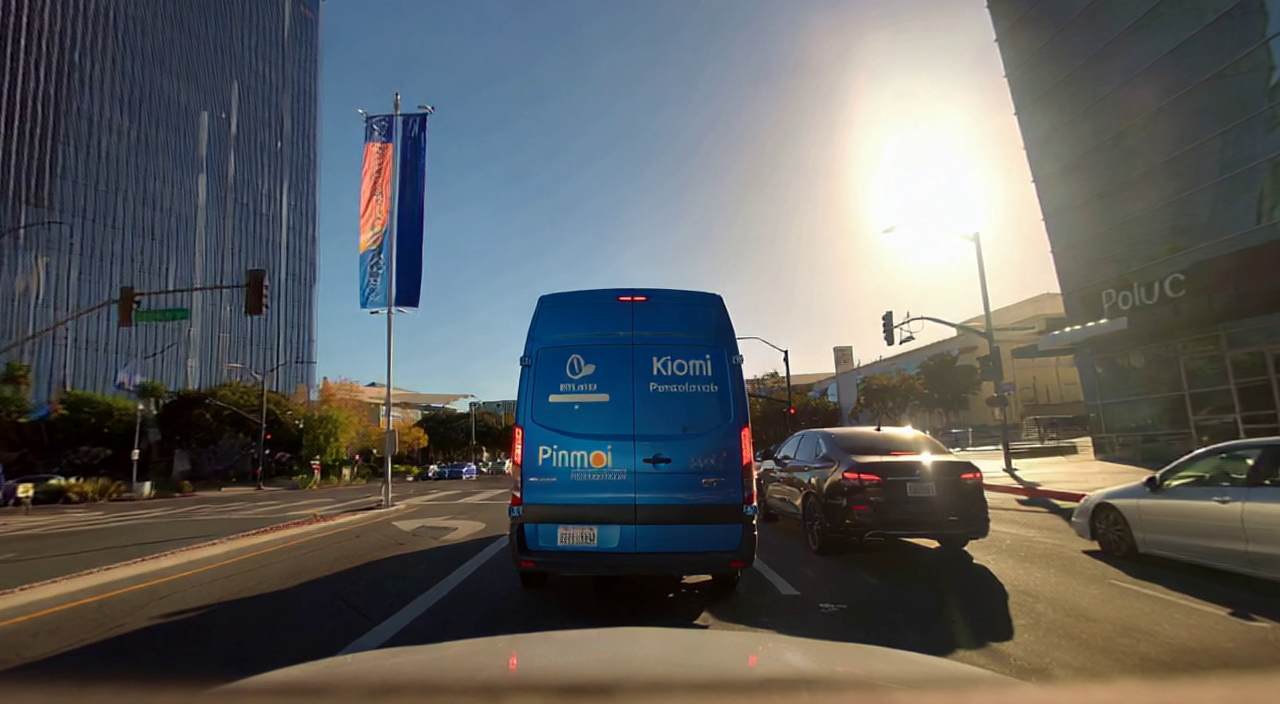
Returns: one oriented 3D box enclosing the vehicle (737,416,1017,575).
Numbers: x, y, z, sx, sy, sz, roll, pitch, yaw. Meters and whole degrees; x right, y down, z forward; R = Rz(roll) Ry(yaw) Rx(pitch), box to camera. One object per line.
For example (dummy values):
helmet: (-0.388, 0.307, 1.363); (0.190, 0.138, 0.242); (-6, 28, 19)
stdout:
vehicle: (2.878, 1.864, 9.052); (2.183, 1.676, 4.506); (0, -8, -1)

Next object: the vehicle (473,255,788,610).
vehicle: (-0.044, 1.175, 9.077); (2.613, 3.035, 7.342); (0, -8, 1)

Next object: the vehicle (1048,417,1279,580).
vehicle: (7.527, 1.587, 7.016); (1.963, 1.669, 4.678); (3, -9, -20)

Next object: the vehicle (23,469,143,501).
vehicle: (-31.104, 7.434, 35.405); (4.806, 1.652, 1.869); (0, -8, -2)
